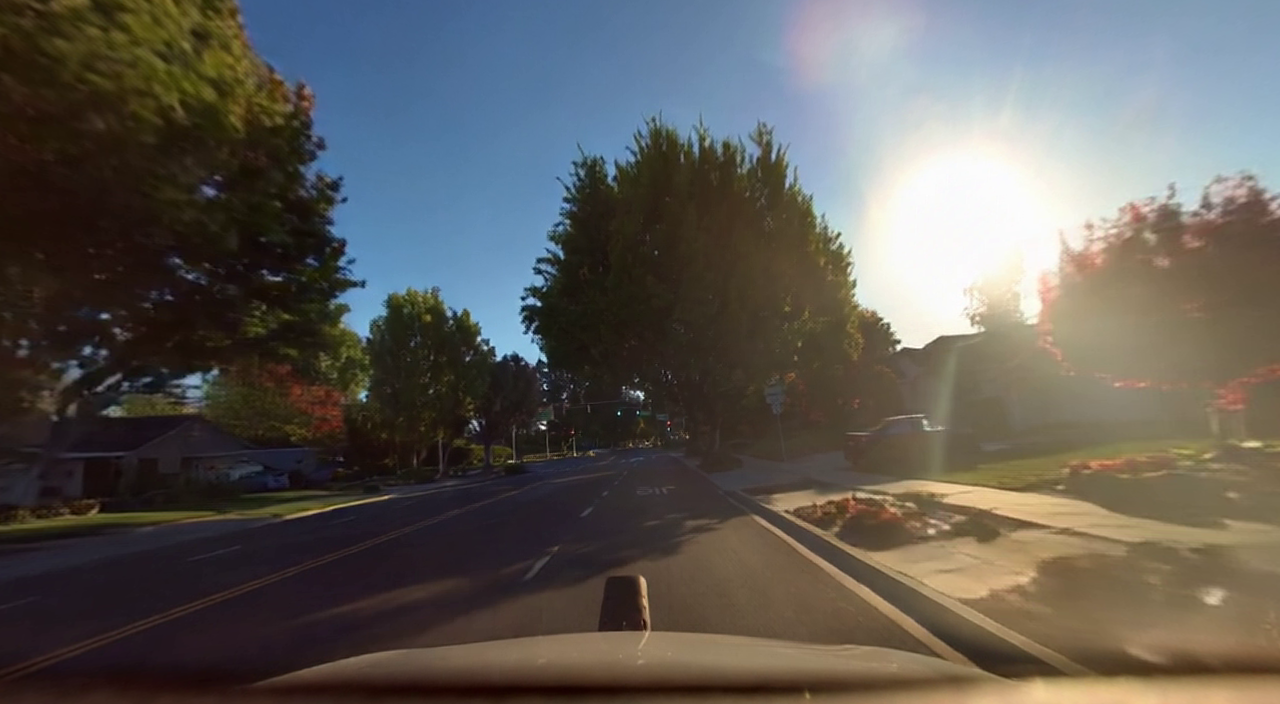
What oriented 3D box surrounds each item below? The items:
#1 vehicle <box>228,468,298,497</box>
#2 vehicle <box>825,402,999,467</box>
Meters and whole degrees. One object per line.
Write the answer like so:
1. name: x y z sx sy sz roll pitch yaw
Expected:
1. vehicle: -22.331 7.722 37.337 1.847 1.461 3.659 0 -8 0
2. vehicle: 8.313 2.552 19.269 4.636 1.823 1.997 3 -9 -18
